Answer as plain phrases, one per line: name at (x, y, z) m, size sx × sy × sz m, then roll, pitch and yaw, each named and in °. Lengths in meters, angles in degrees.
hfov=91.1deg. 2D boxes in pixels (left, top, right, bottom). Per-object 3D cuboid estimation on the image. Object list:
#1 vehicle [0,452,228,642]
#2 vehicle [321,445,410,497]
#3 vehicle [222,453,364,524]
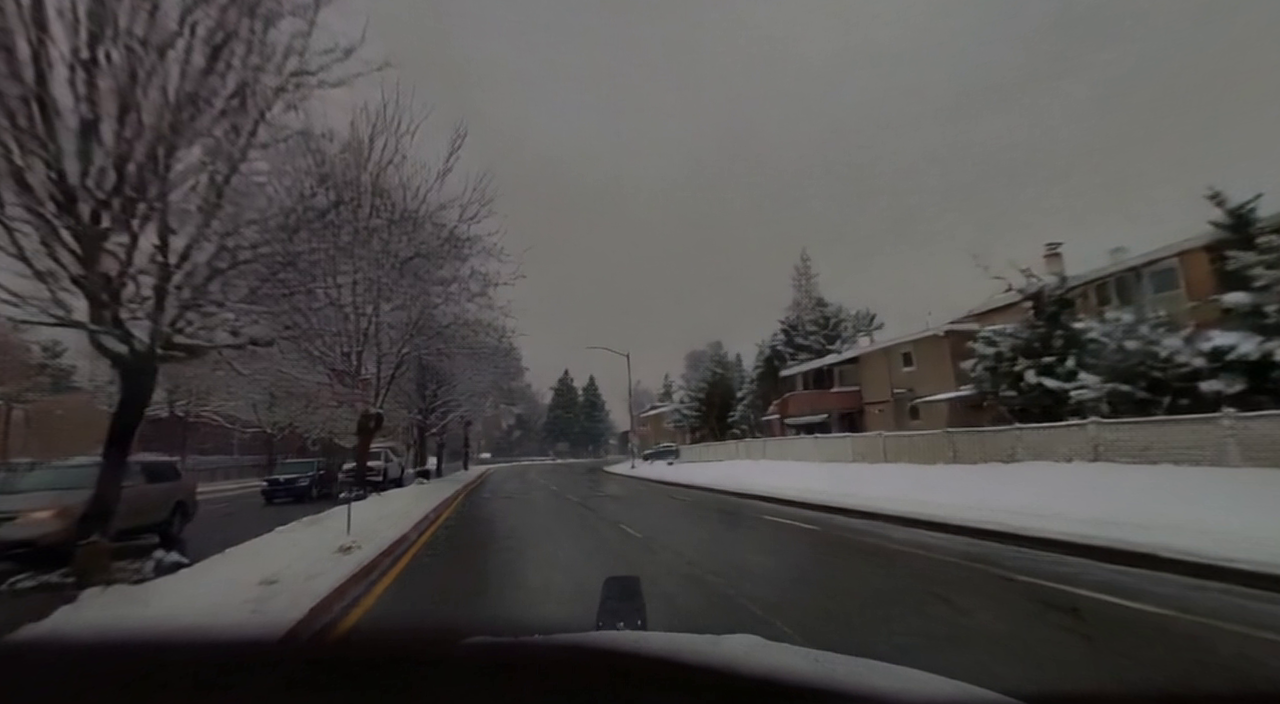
vehicle at (-6.279, 1.762, 6.315) m, size 1.912 × 1.464 × 4.652 m, roll 2°, pitch -9°, yaw -12°
vehicle at (-10.645, 4.616, 24.764) m, size 2.196 × 1.809 × 4.857 m, roll 2°, pitch -9°, yaw -12°
vehicle at (-8.548, 3.339, 15.964) m, size 1.888 × 1.476 × 4.286 m, roll 2°, pitch -9°, yaw -11°
